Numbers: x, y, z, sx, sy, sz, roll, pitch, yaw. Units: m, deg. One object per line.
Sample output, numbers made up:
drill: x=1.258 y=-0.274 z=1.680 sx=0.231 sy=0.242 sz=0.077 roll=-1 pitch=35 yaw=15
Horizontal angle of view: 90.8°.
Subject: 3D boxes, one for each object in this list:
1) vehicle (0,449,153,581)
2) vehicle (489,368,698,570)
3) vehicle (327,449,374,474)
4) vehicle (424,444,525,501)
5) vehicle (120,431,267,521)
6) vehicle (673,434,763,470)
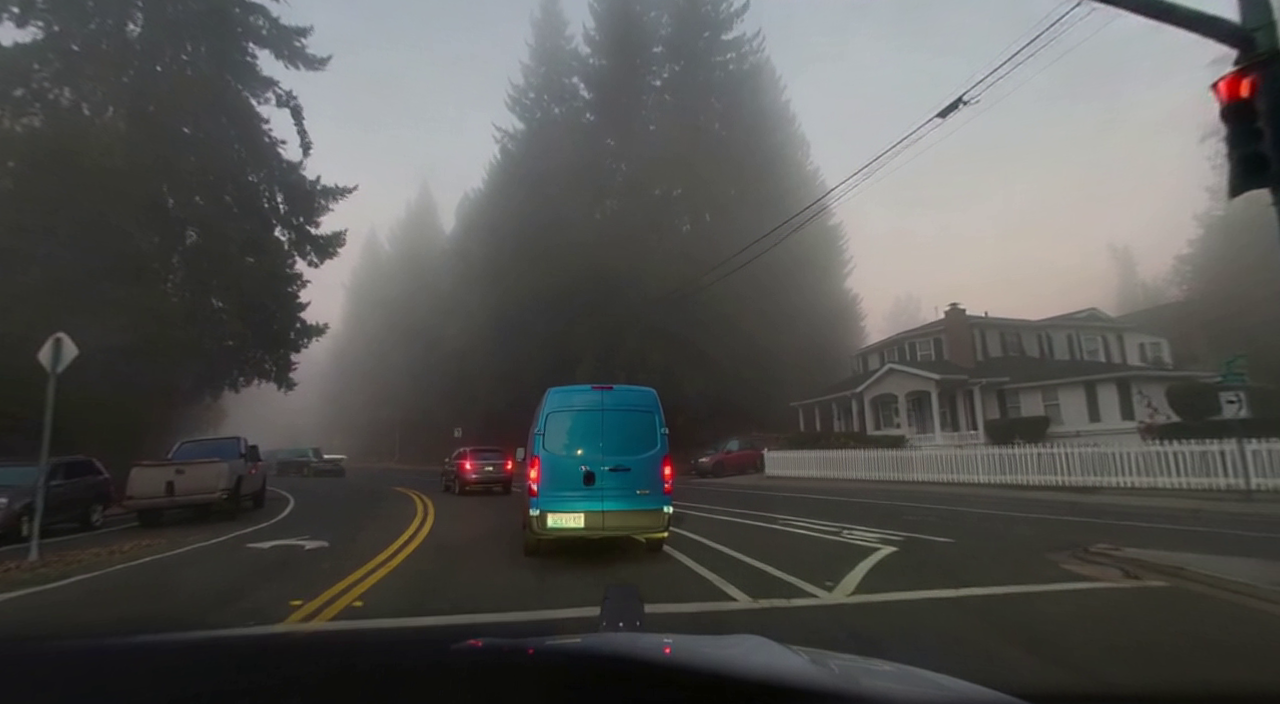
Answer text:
vehicle: x=-8.377 y=1.959 z=7.820 sx=1.952 sy=1.461 sz=4.377 roll=2 pitch=-9 yaw=-13
vehicle: x=-1.019 y=1.611 z=9.318 sx=2.213 sy=2.124 sz=4.809 roll=2 pitch=-9 yaw=-14
vehicle: x=-18.810 y=7.078 z=40.917 sx=1.911 sy=1.493 sz=4.291 roll=6 pitch=-10 yaw=-35
vehicle: x=-5.031 y=3.471 z=18.741 sx=2.008 sy=1.445 sz=4.386 roll=4 pitch=-9 yaw=-26
vehicle: x=-11.238 y=3.071 z=16.387 sx=2.228 sy=1.871 sz=5.492 roll=4 pitch=-10 yaw=-27
vehicle: x=4.124 y=5.204 z=33.171 sx=4.559 sy=1.754 sz=1.985 roll=6 pitch=-11 yaw=-36
